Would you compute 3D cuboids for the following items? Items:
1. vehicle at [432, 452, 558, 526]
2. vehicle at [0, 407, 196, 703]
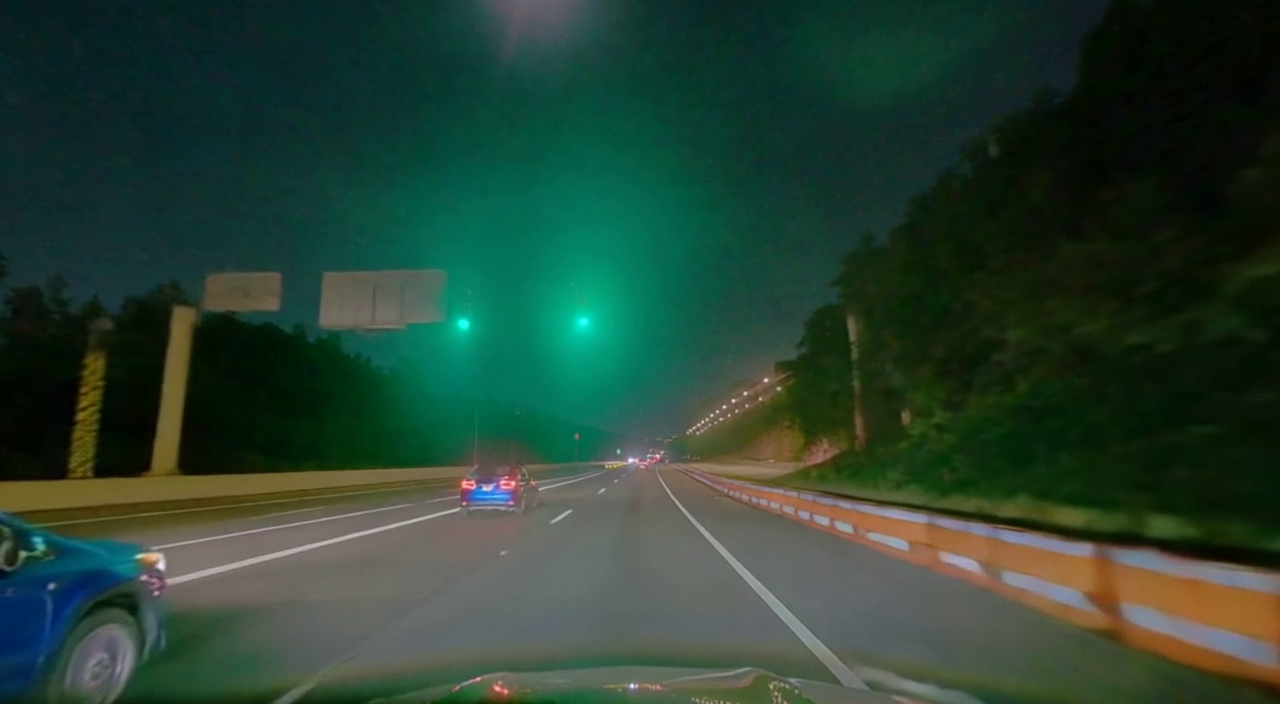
[{"bbox_3d":[-3.242,3.172,14.921,1.992,1.466,3.690,1,-10,2],"label":"vehicle"},{"bbox_3d":[-3.517,0.685,0.936,2.023,1.507,5.082,1,-10,-1],"label":"vehicle"}]
